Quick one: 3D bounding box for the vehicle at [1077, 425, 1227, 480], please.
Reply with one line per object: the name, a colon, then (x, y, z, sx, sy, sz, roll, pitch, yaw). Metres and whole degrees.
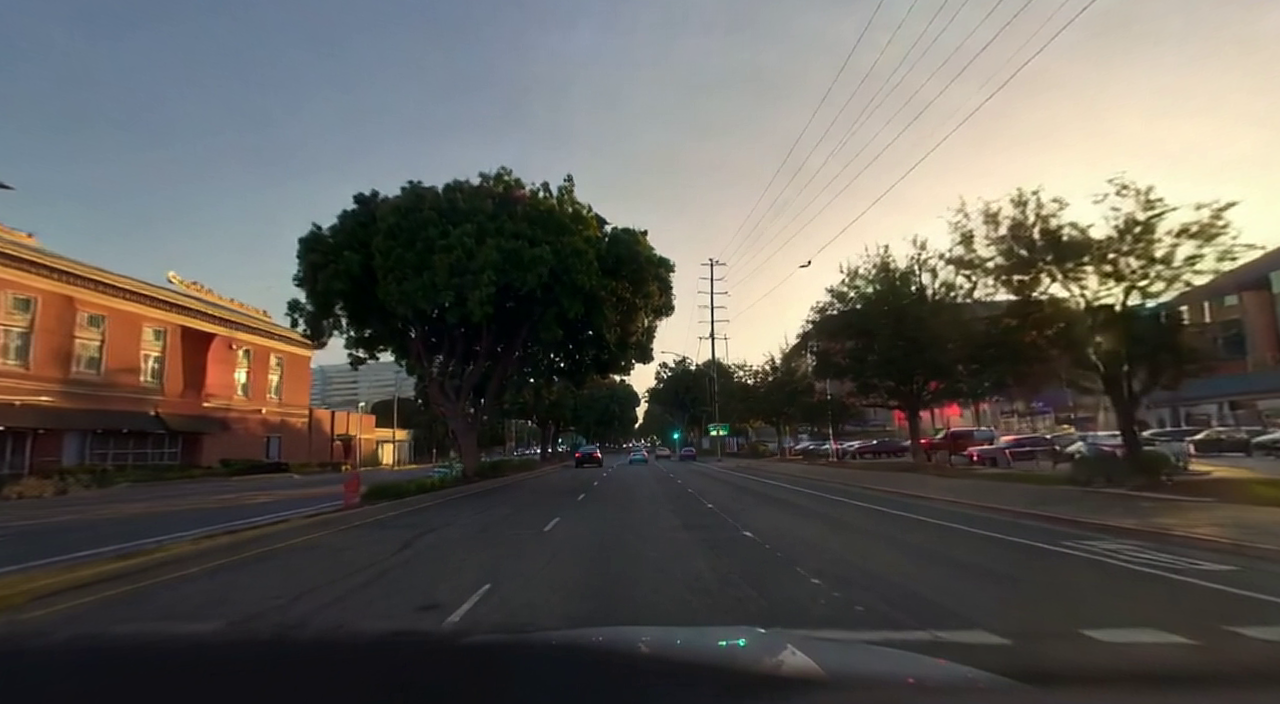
vehicle: (16.311, 3.176, 20.101, 4.673, 1.555, 2.010, 5, -10, -30)

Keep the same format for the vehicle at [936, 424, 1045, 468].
vehicle: (16.573, 4.439, 29.820, 5.004, 1.893, 2.228, 5, -10, -32)

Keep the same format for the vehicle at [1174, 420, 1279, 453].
vehicle: (35.173, 5.087, 37.491, 2.253, 1.809, 4.944, 1, -9, -6)

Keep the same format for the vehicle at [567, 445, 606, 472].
vehicle: (-3.317, 6.719, 40.043, 2.035, 1.564, 4.702, 0, -8, 0)
